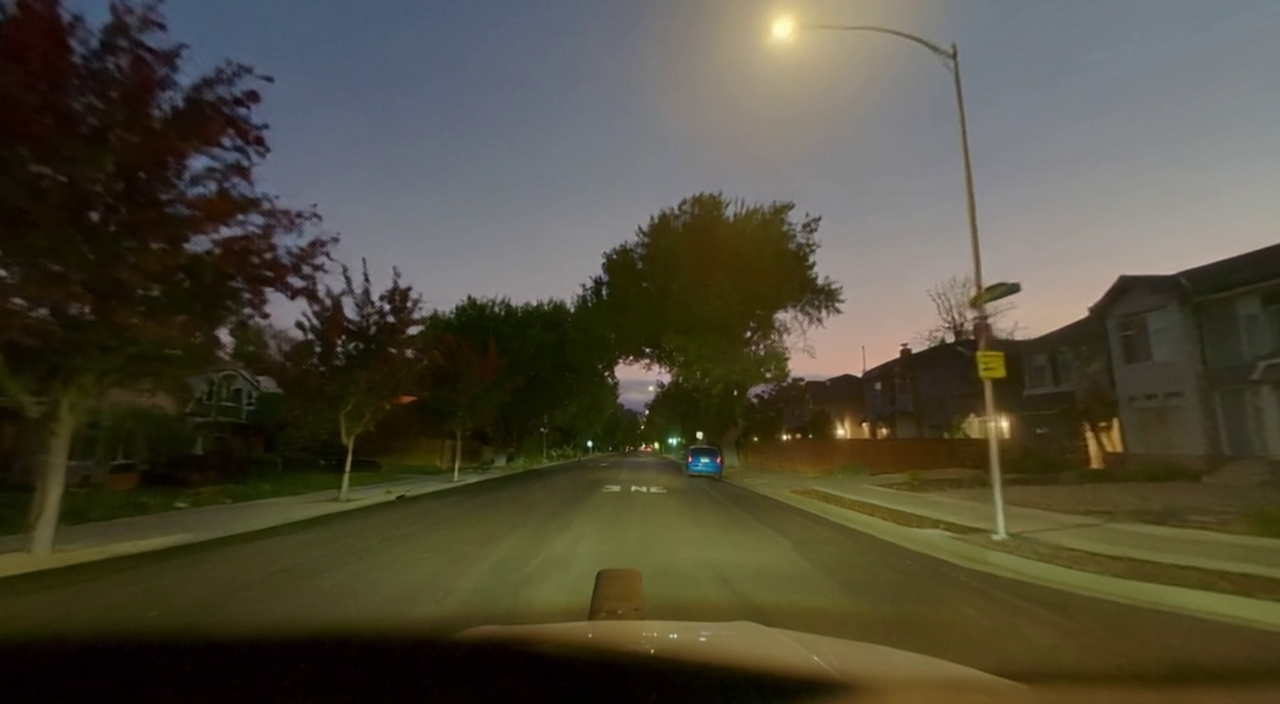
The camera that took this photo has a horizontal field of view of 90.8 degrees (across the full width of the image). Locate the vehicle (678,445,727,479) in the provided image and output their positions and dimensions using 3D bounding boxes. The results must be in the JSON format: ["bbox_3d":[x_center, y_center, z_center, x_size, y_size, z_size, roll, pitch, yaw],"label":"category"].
[{"bbox_3d":[3.139,5.616,32.522,2.114,1.633,4.042,0,-9,0],"label":"vehicle"}]
